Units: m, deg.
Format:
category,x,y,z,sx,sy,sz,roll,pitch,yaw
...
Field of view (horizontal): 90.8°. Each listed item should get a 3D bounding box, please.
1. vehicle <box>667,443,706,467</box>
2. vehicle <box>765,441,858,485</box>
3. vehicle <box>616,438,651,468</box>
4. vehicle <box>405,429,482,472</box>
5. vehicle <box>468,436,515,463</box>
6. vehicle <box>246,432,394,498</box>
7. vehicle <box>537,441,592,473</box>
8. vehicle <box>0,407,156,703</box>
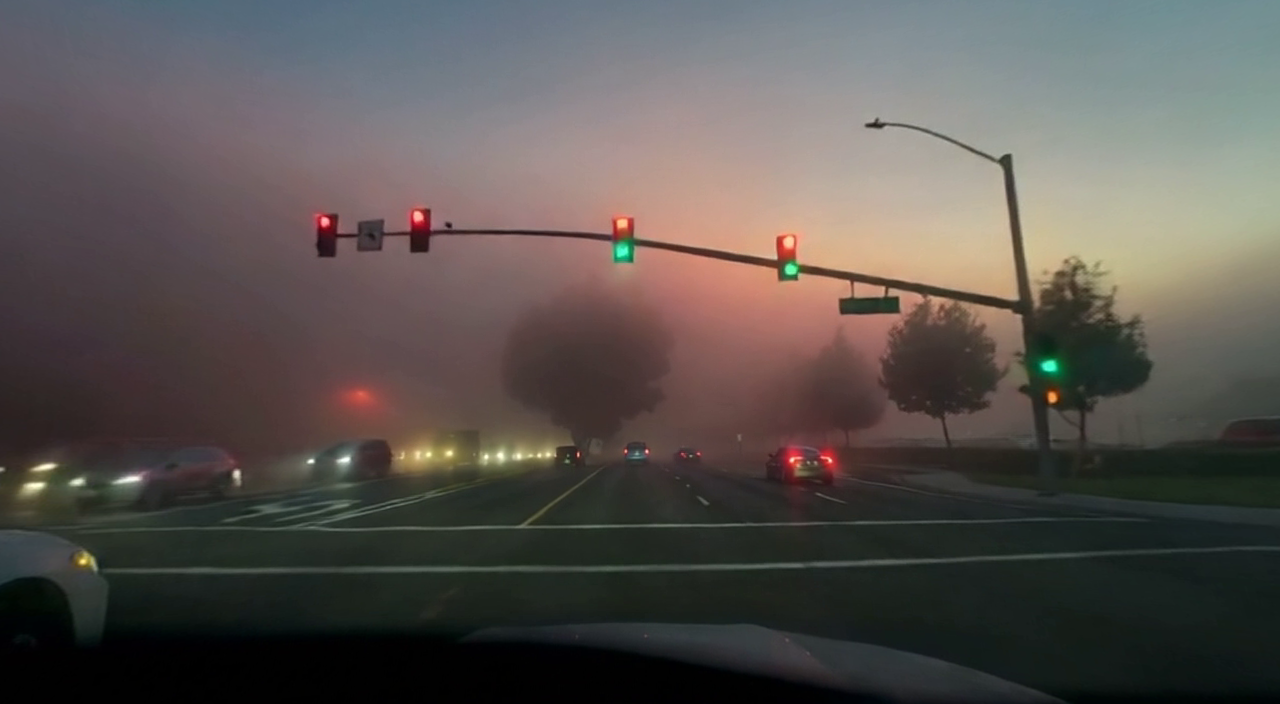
category,x,y,z,sx,sy,sz,roll,pitch,yaw
vehicle,2.905,6.483,40.144,2.014,1.430,4.103,0,-8,-2
vehicle,6.212,4.052,23.497,2.028,1.451,4.625,0,-8,-2
vehicle,-0.358,6.109,38.431,2.008,1.716,4.125,0,-8,0
vehicle,-9.236,4.642,30.090,2.185,1.752,4.599,-4,-8,0
vehicle,-9.414,6.217,40.353,2.026,1.639,4.496,0,-8,-1
vehicle,-8.983,3.138,18.202,1.929,1.492,4.430,-5,-7,1
vehicle,-3.719,5.266,31.921,2.163,1.474,4.413,0,-8,0
vehicle,-3.696,0.772,1.269,2.018,1.476,4.364,0,-8,-1
